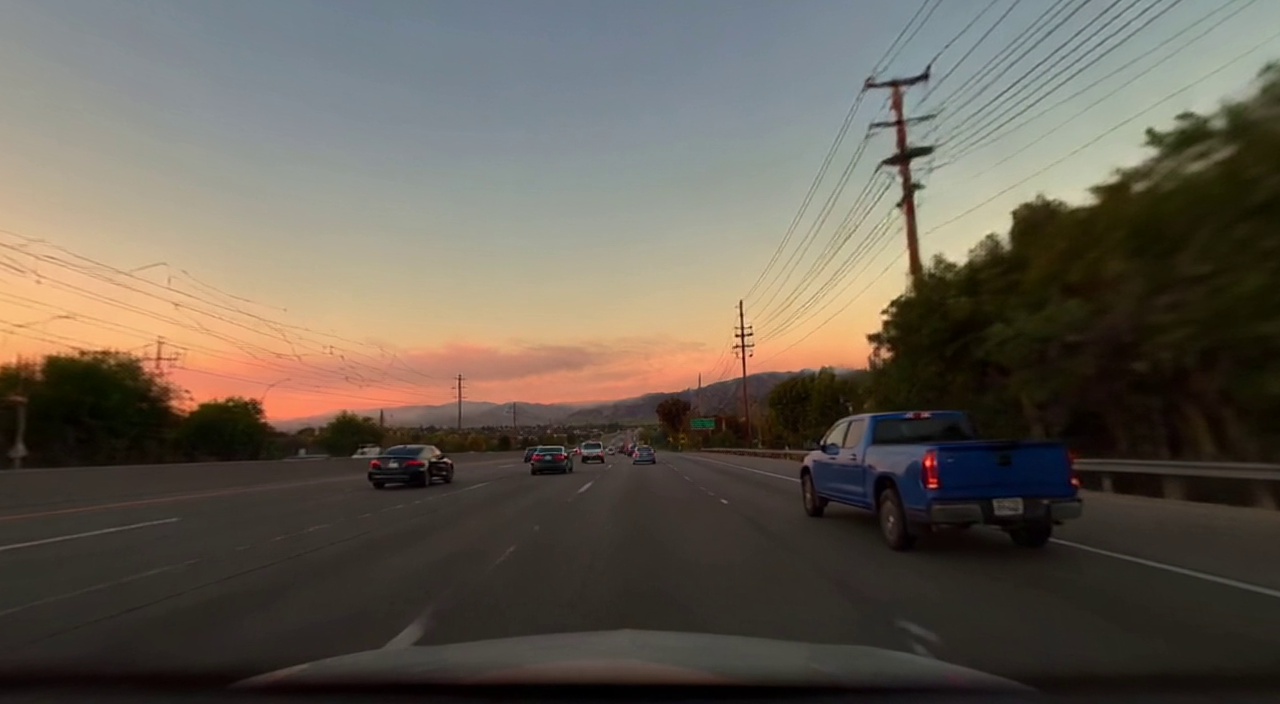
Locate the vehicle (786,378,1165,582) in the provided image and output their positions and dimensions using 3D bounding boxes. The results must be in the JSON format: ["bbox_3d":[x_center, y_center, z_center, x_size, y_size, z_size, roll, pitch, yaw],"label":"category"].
[{"bbox_3d":[3.779,1.583,8.599,2.231,1.919,5.086,0,-8,-1],"label":"vehicle"}]

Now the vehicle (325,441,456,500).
[{"bbox_3d":[-7.166,3.432,18.799,1.959,1.496,4.740,0,-8,0],"label":"vehicle"}]

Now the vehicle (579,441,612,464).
[{"bbox_3d":[-3.444,7.864,49.568,2.244,1.752,4.439,0,-8,0],"label":"vehicle"}]

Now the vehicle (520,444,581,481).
[{"bbox_3d":[-3.713,4.665,26.930,1.938,1.444,4.206,0,-8,0],"label":"vehicle"}]

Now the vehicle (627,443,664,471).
[{"bbox_3d":[0.296,5.994,36.216,2.030,1.471,4.115,0,-8,0],"label":"vehicle"}]
